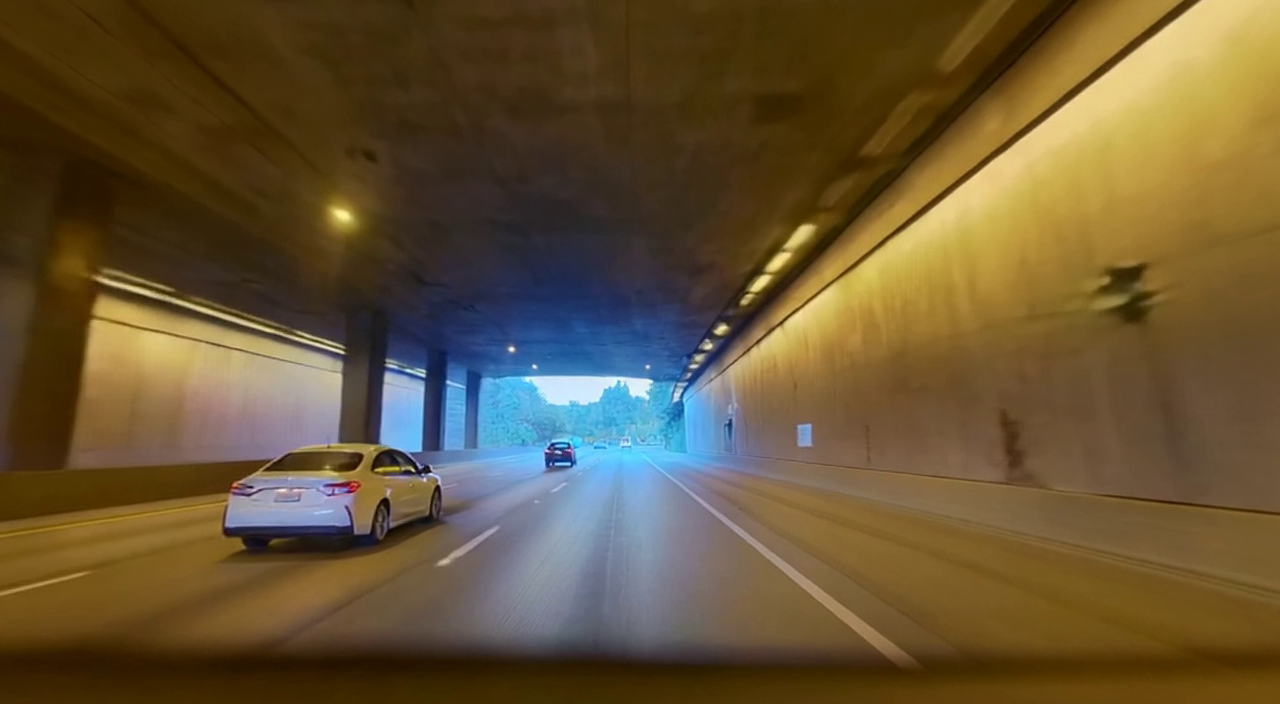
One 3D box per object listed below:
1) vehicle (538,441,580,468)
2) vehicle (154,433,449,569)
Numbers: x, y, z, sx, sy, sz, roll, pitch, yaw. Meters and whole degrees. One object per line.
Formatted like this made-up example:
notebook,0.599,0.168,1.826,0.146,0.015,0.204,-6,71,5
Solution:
vehicle,-4.734,6.019,37.365,1.973,1.474,4.199,0,-8,-1
vehicle,-4.301,1.914,8.952,1.885,1.424,4.230,0,-8,-1
